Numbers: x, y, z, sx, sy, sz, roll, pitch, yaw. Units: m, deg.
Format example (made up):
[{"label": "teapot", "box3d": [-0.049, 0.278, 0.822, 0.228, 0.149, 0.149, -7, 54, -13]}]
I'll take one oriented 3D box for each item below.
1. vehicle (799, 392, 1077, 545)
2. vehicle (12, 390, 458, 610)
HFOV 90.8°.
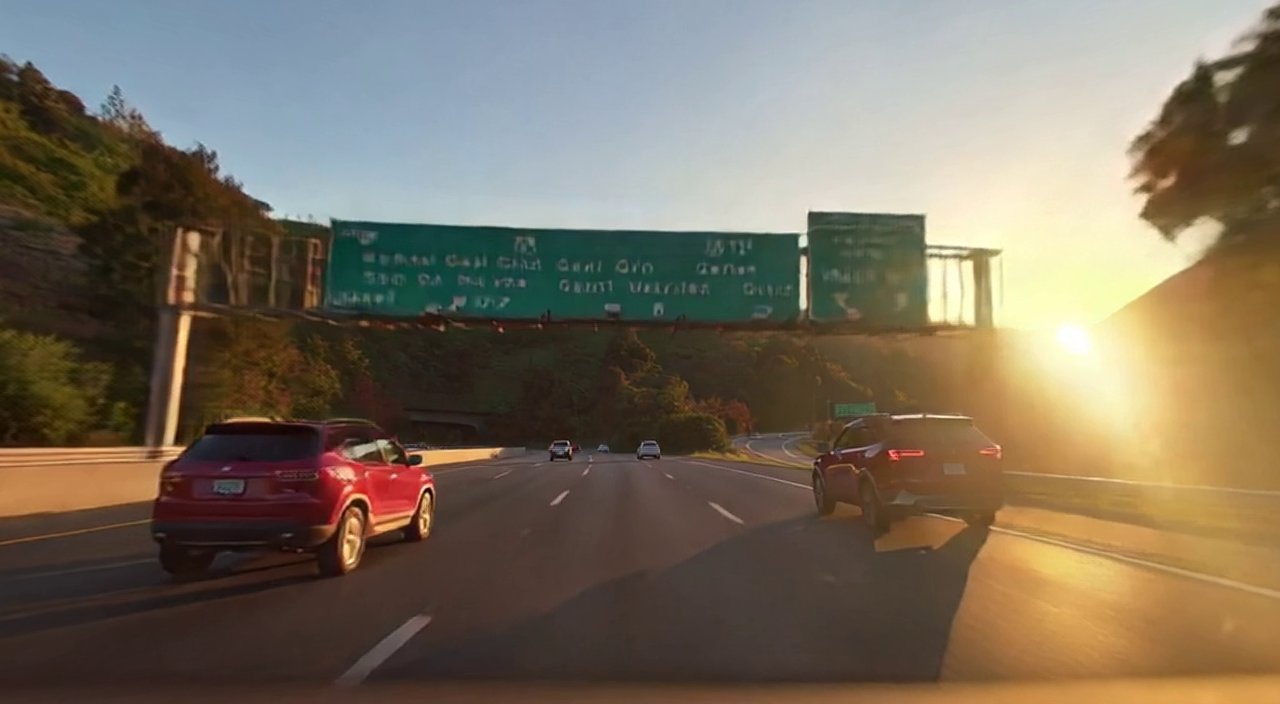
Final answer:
[{"label": "vehicle", "box3d": [4.372, 1.820, 10.430, 2.103, 1.903, 4.837, 0, -8, -2]}, {"label": "vehicle", "box3d": [-3.926, 1.524, 7.453, 2.213, 1.766, 4.598, 0, -8, 0]}]
